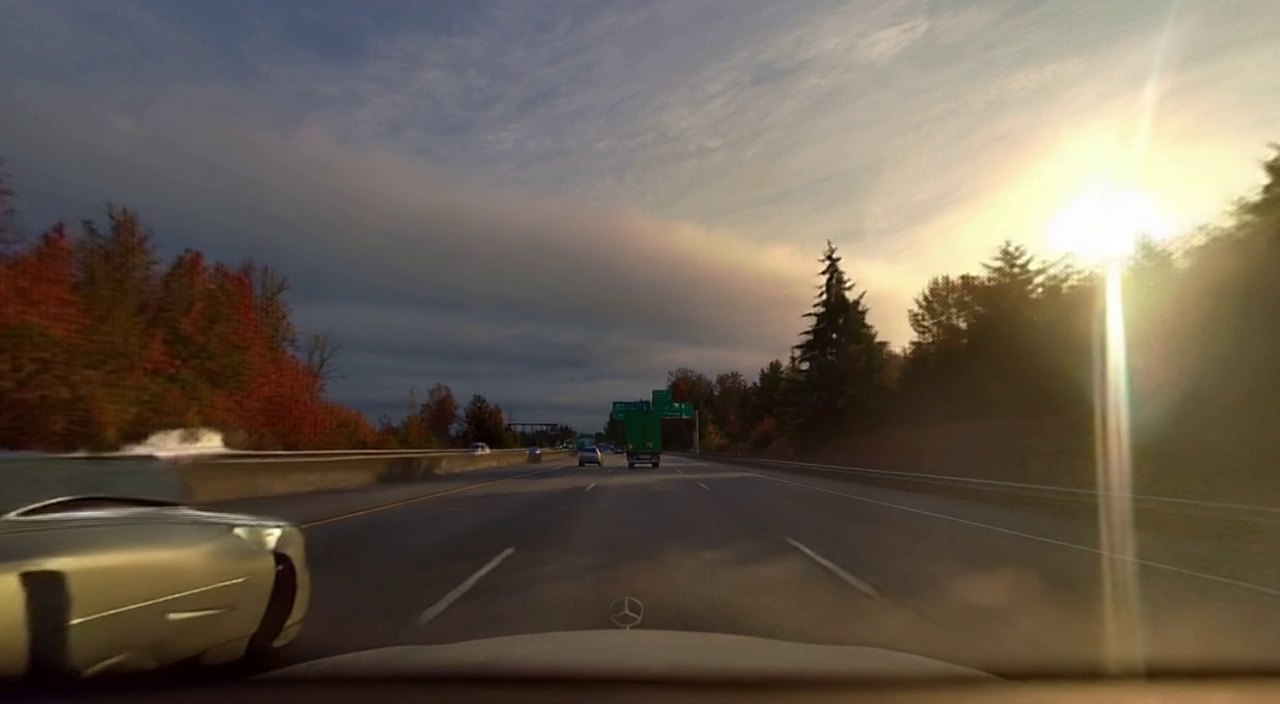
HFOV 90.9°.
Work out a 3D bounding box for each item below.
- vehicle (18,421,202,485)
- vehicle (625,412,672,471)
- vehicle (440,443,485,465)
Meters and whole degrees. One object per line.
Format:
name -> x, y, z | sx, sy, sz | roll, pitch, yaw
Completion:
vehicle -> -16.897, 3.266, 20.475 | 2.073, 1.817, 4.402 | 0, -9, 0
vehicle -> 0.454, 6.305, 43.999 | 2.893, 3.628, 9.081 | 0, -9, -1
vehicle -> -12.642, 7.286, 45.058 | 2.104, 1.492, 3.856 | 0, -9, 0
